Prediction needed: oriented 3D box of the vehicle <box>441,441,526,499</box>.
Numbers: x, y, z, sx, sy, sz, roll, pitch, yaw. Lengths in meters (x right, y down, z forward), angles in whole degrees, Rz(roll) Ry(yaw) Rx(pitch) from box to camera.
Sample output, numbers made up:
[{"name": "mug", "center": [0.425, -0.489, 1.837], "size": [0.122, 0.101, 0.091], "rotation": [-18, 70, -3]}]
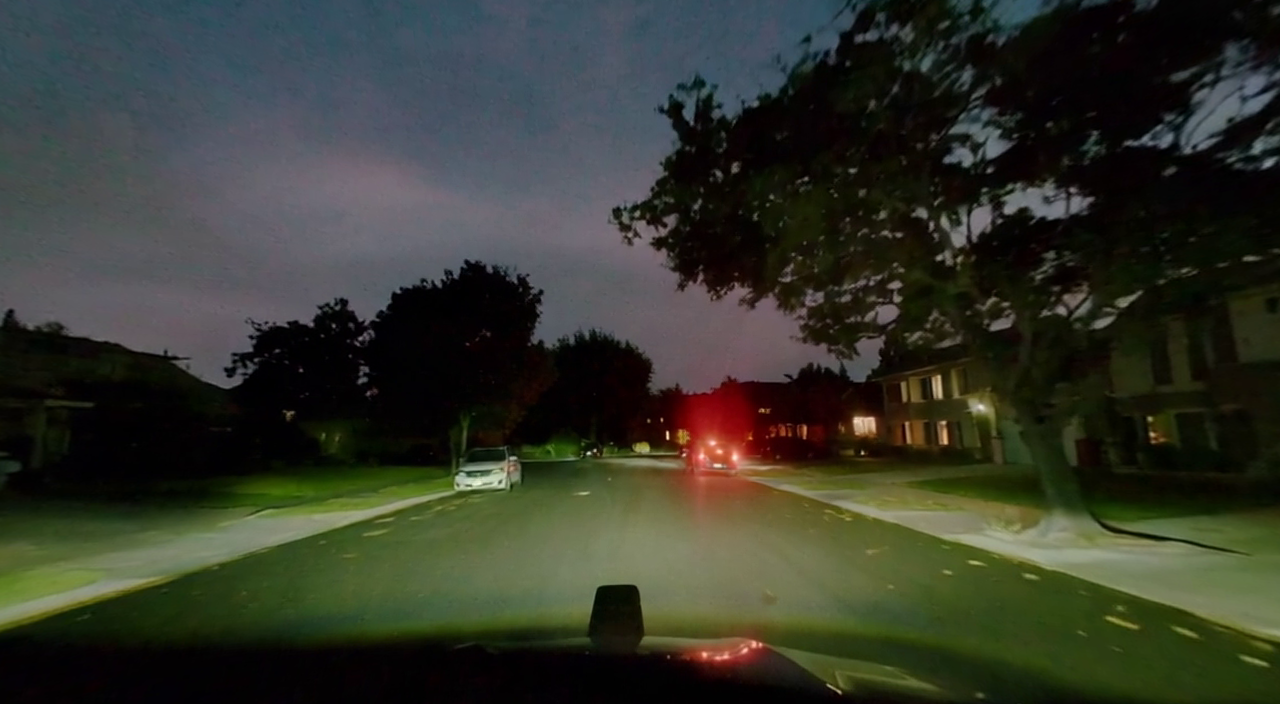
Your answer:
[{"name": "vehicle", "center": [-4.839, 3.670, 20.206], "size": [1.981, 1.463, 4.631], "rotation": [0, -7, -6]}]

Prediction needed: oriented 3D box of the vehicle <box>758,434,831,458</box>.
[{"name": "vehicle", "center": [11.151, 6.822, 45.872], "size": [4.781, 1.700, 1.914], "rotation": [1, -8, -4]}]

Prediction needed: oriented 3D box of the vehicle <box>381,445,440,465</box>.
[{"name": "vehicle", "center": [-17.114, 7.717, 47.245], "size": [3.734, 1.441, 1.756], "rotation": [0, -8, 3]}]

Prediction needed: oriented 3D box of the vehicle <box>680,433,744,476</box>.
[{"name": "vehicle", "center": [3.245, 4.771, 29.635], "size": [2.228, 1.813, 4.901], "rotation": [0, -8, -2]}]

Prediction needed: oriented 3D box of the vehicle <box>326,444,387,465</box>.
[{"name": "vehicle", "center": [-21.233, 7.691, 47.389], "size": [3.610, 1.501, 1.814], "rotation": [0, -8, 3]}]

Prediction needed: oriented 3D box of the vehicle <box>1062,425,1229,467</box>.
[{"name": "vehicle", "center": [18.825, 3.519, 23.708], "size": [4.484, 1.492, 2.071], "rotation": [0, -8, 0]}]
